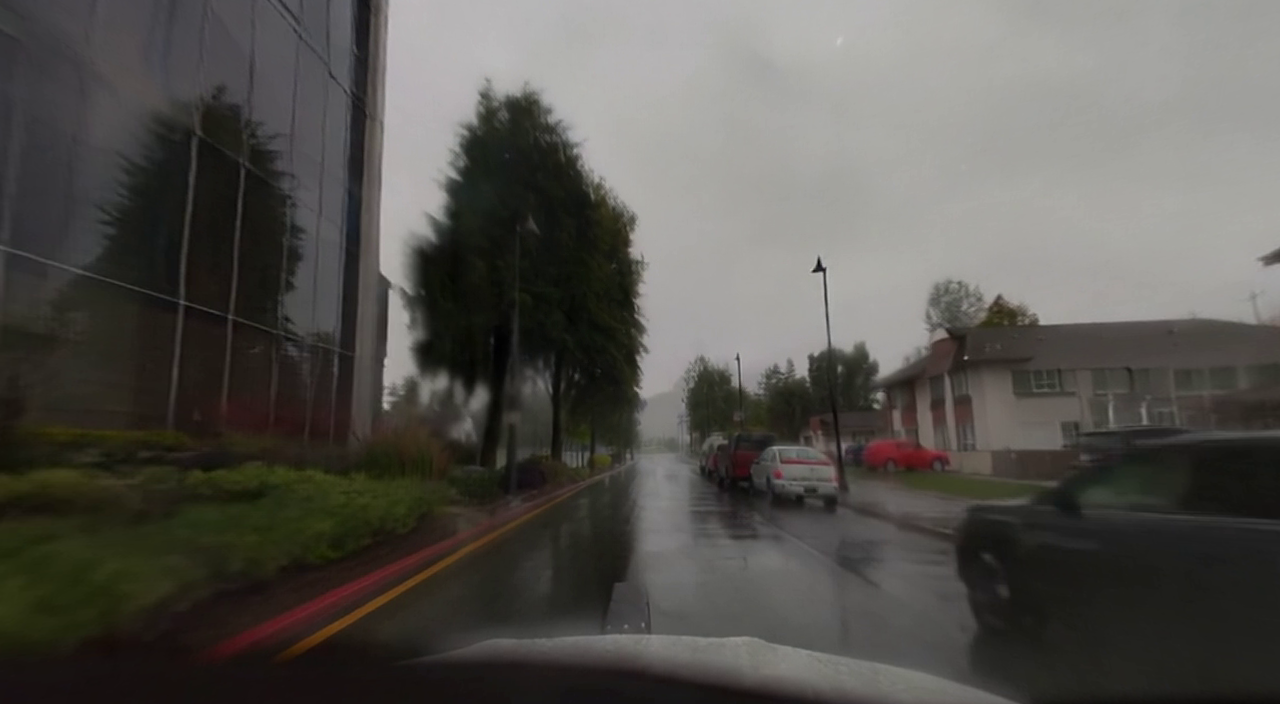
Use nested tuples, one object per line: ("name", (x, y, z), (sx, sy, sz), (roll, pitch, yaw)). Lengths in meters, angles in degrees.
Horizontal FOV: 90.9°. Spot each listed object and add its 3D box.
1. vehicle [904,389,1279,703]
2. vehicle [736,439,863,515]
("vehicle", (3.200, 0.966, 2.802), (2.024, 1.475, 4.565), (0, -9, -1))
("vehicle", (3.434, 2.763, 14.475), (1.848, 1.442, 4.425), (-1, -9, 2))
